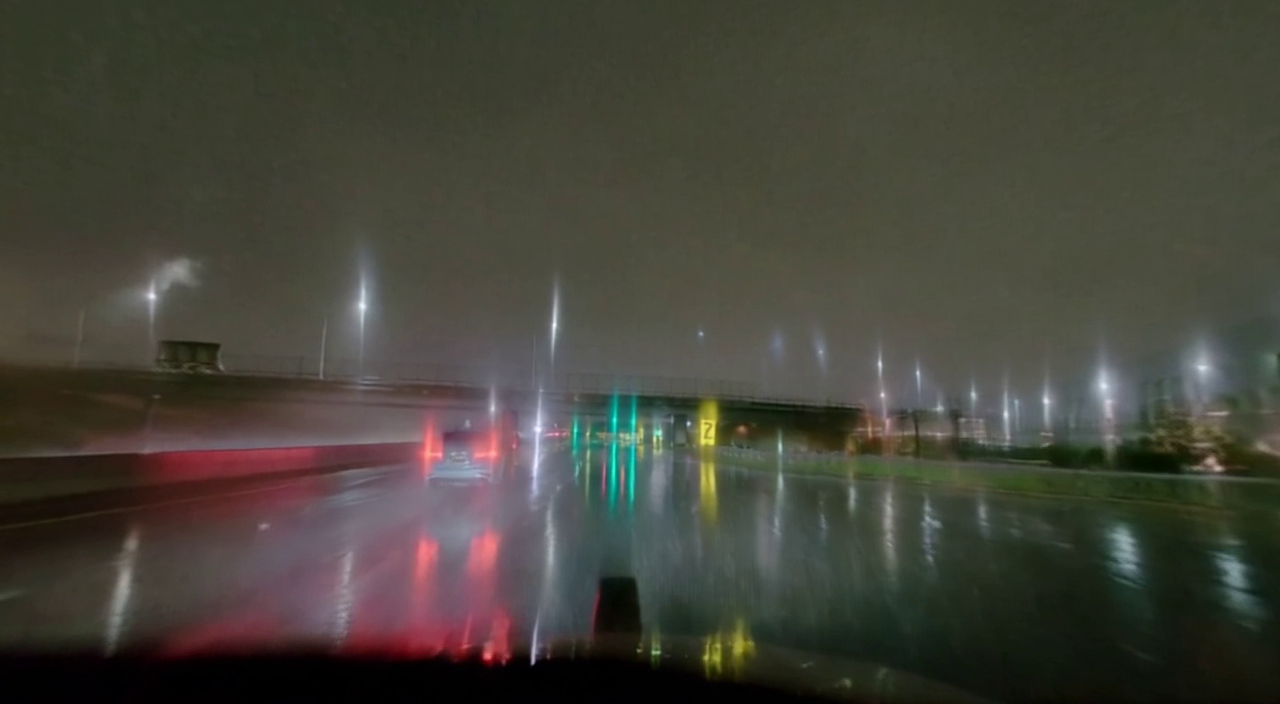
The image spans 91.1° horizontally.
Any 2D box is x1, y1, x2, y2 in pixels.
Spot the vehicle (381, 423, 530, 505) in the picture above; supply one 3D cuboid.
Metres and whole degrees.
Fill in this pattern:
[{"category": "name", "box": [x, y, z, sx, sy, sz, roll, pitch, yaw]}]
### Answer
[{"category": "vehicle", "box": [-4.083, 2.552, 14.934, 2.123, 1.601, 4.887, 0, -8, -1]}]
